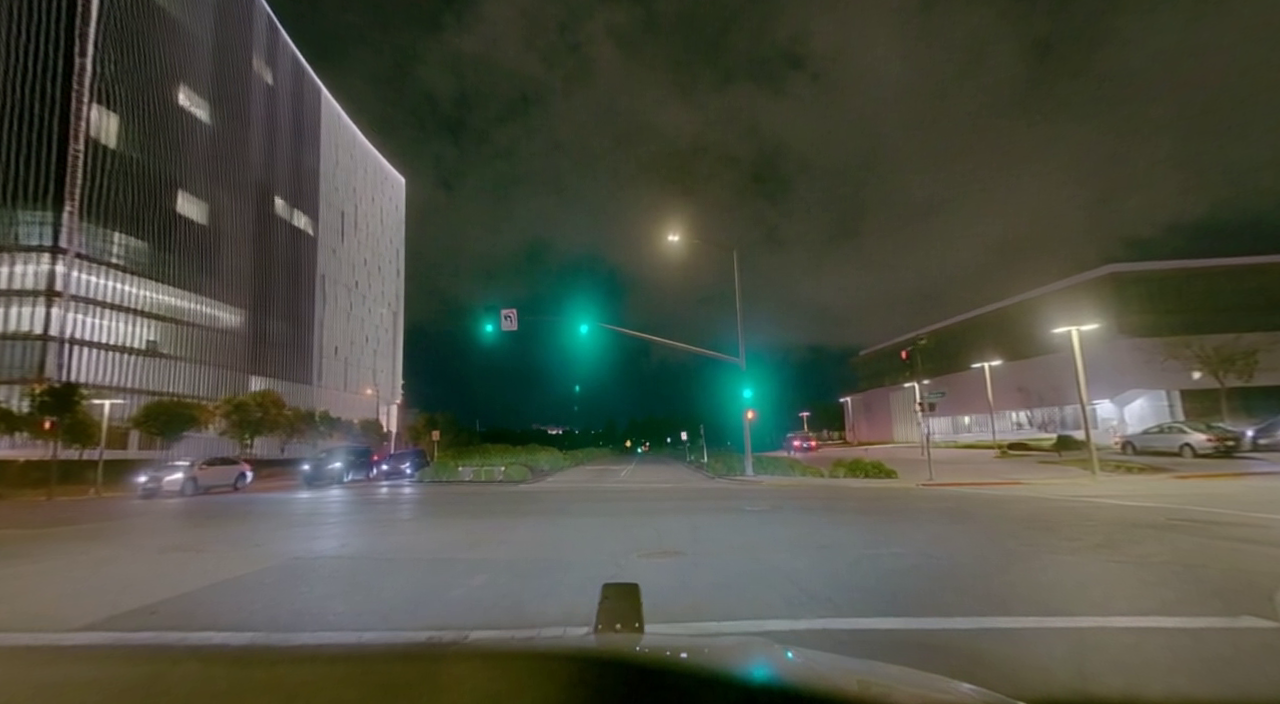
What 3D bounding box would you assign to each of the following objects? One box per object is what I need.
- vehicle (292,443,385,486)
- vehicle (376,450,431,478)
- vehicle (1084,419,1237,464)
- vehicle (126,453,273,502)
[{"bbox_3d":[-14.835,5.523,31.362,2.091,1.915,5.040,0,-9,0],"label":"vehicle"},{"bbox_3d":[-15.122,7.175,40.577,1.932,1.605,4.146,0,-9,0],"label":"vehicle"},{"bbox_3d":[19.086,3.351,23.406,1.834,1.480,4.458,0,-9,-1],"label":"vehicle"},{"bbox_3d":[-14.987,4.247,21.766,1.790,1.437,4.349,0,-9,2],"label":"vehicle"}]
